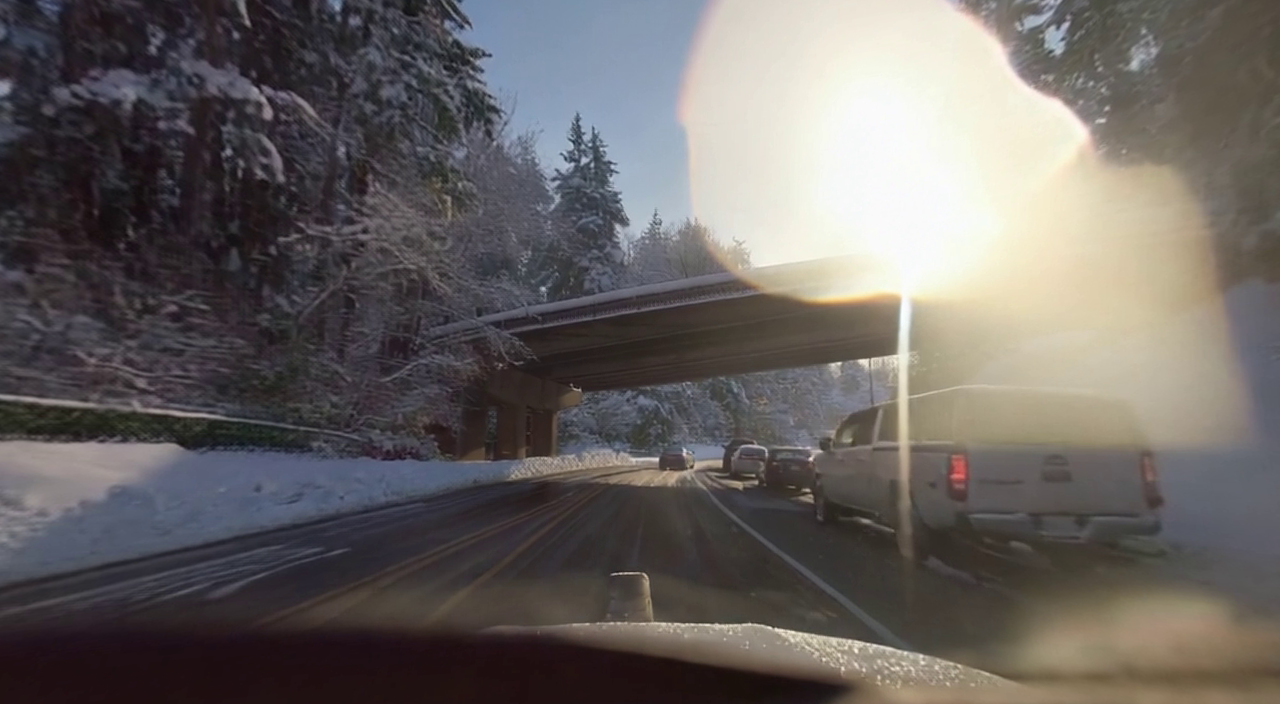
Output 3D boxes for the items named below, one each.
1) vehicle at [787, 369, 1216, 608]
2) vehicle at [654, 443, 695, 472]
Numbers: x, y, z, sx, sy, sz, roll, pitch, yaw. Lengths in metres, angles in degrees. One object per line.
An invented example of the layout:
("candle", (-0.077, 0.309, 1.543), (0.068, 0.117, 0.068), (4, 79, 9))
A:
("vehicle", (3.516, 1.462, 7.637), (2.273, 1.944, 4.866), (0, -8, 0))
("vehicle", (1.954, 5.778, 34.730), (2.078, 1.506, 4.058), (-1, -8, 6))
